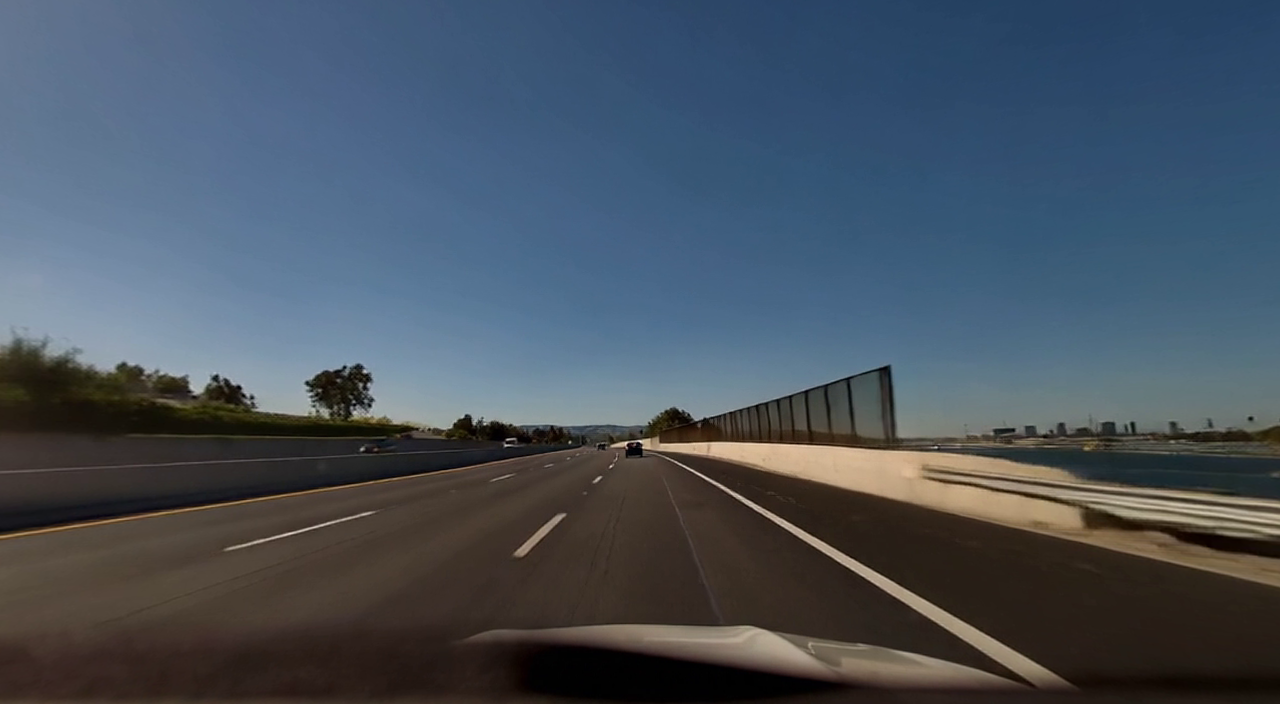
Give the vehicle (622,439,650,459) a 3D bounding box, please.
[{"bbox_3d":[-0.318,7.621,49.557,2.083,1.524,4.251,0,-8,0],"label":"vehicle"}]
